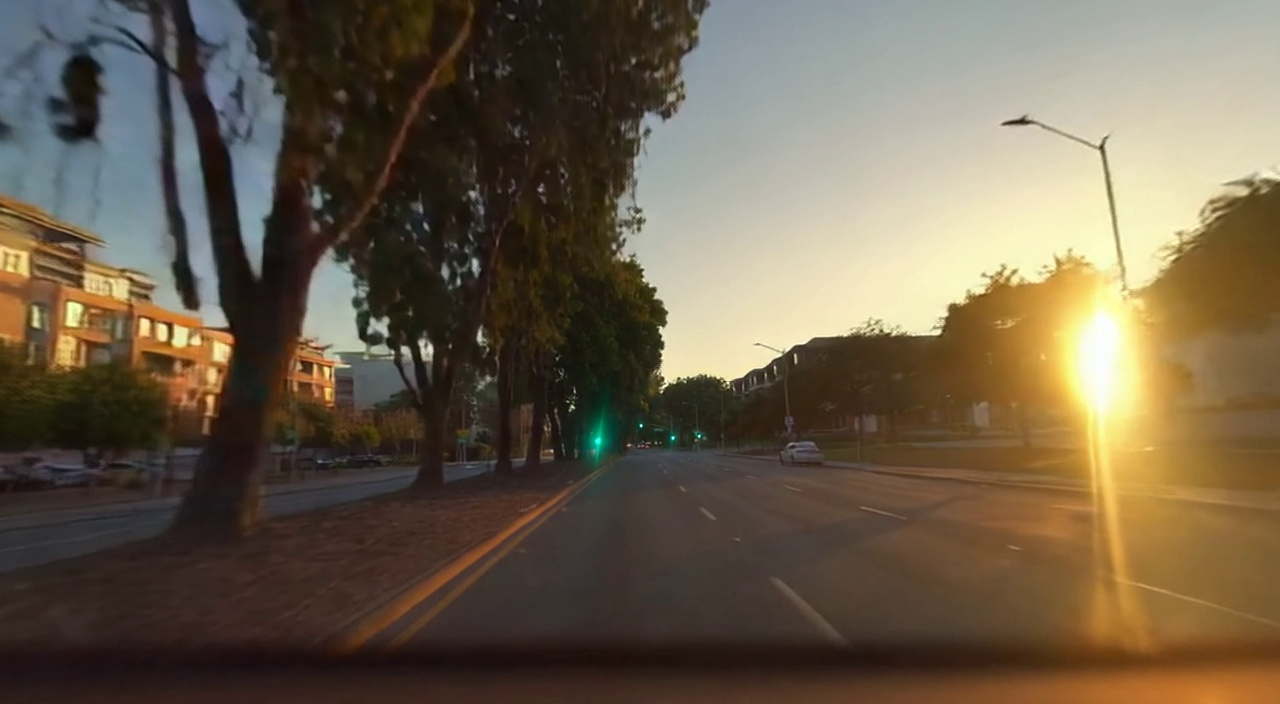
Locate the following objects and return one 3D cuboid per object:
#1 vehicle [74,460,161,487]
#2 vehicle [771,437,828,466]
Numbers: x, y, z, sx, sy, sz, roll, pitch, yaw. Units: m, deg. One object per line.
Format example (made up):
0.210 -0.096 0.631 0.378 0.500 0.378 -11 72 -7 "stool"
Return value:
-30.851 7.191 37.354 3.652 1.488 1.678 -1 -8 3 "vehicle"
9.961 6.251 39.837 2.051 1.726 4.898 0 -8 -3 "vehicle"
